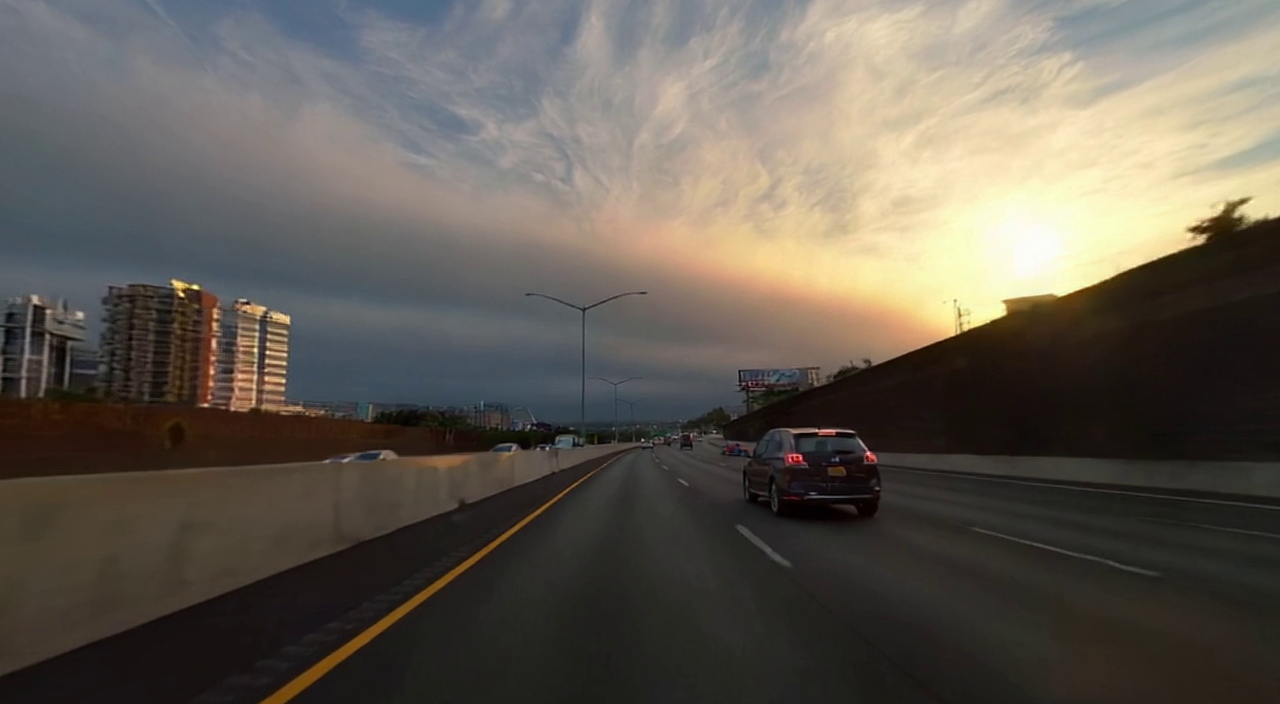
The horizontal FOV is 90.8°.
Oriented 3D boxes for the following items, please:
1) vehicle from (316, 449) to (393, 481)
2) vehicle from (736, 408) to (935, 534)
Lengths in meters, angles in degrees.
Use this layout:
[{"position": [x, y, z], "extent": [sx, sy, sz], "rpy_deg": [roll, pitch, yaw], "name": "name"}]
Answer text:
[{"position": [-14.460, 5.698, 32.275], "extent": [1.831, 1.457, 4.500], "rpy_deg": [-1, -9, 0], "name": "vehicle"}, {"position": [3.035, 1.973, 10.992], "extent": [1.973, 1.710, 4.476], "rpy_deg": [0, -9, -1], "name": "vehicle"}]
